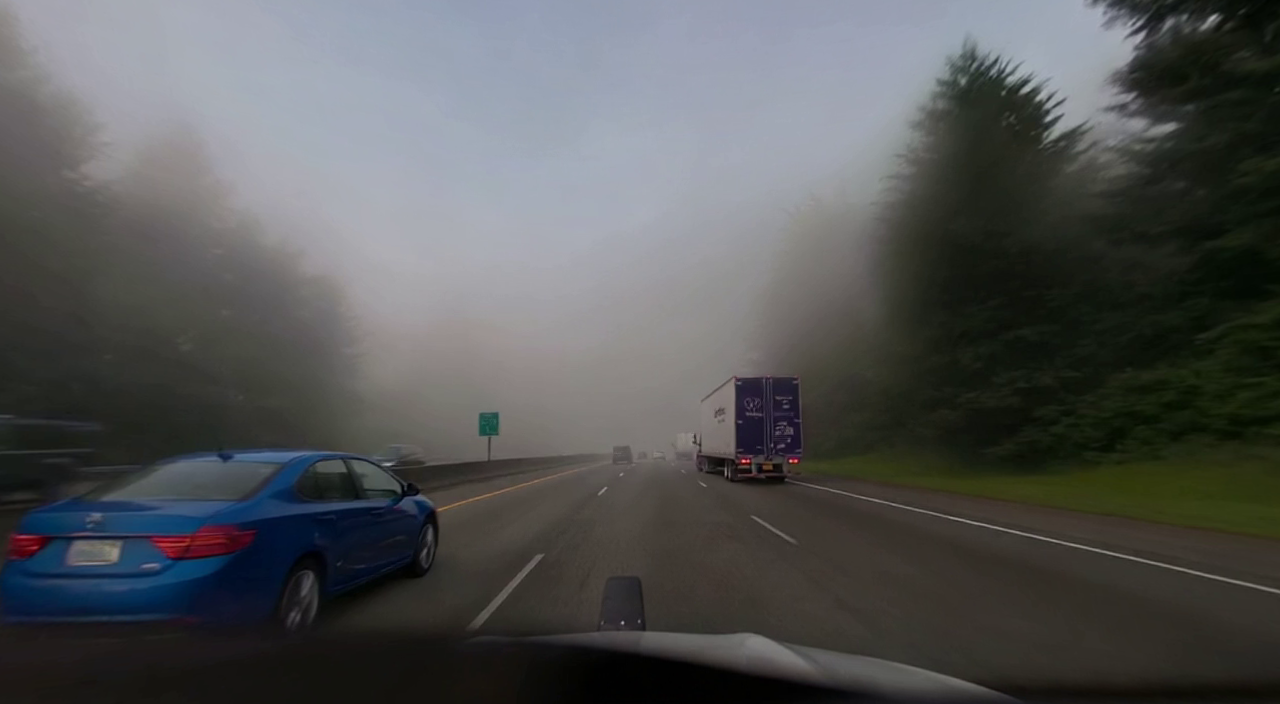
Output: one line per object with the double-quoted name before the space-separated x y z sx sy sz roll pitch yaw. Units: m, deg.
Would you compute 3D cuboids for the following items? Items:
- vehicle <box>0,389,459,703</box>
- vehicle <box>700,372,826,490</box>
"vehicle" -3.101 1.300 5.017 1.960 1.579 4.384 0 -9 1
"vehicle" 4.758 3.693 27.973 2.858 3.952 13.731 0 -9 0
